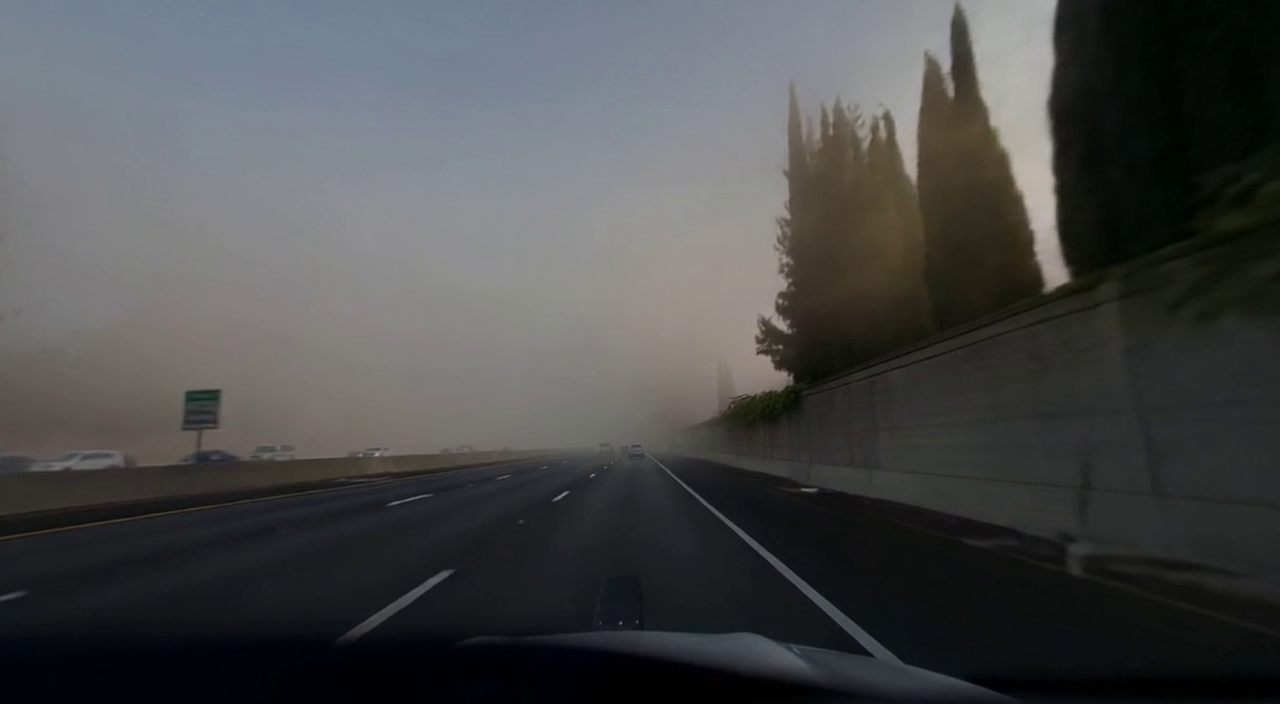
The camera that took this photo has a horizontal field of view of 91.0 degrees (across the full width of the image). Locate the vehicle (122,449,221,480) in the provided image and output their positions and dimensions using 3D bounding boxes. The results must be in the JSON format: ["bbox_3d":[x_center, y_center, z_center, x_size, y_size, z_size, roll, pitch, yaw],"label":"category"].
[{"bbox_3d":[-25.970,6.230,35.153,1.949,1.620,4.581,0,-9,1],"label":"vehicle"}]
